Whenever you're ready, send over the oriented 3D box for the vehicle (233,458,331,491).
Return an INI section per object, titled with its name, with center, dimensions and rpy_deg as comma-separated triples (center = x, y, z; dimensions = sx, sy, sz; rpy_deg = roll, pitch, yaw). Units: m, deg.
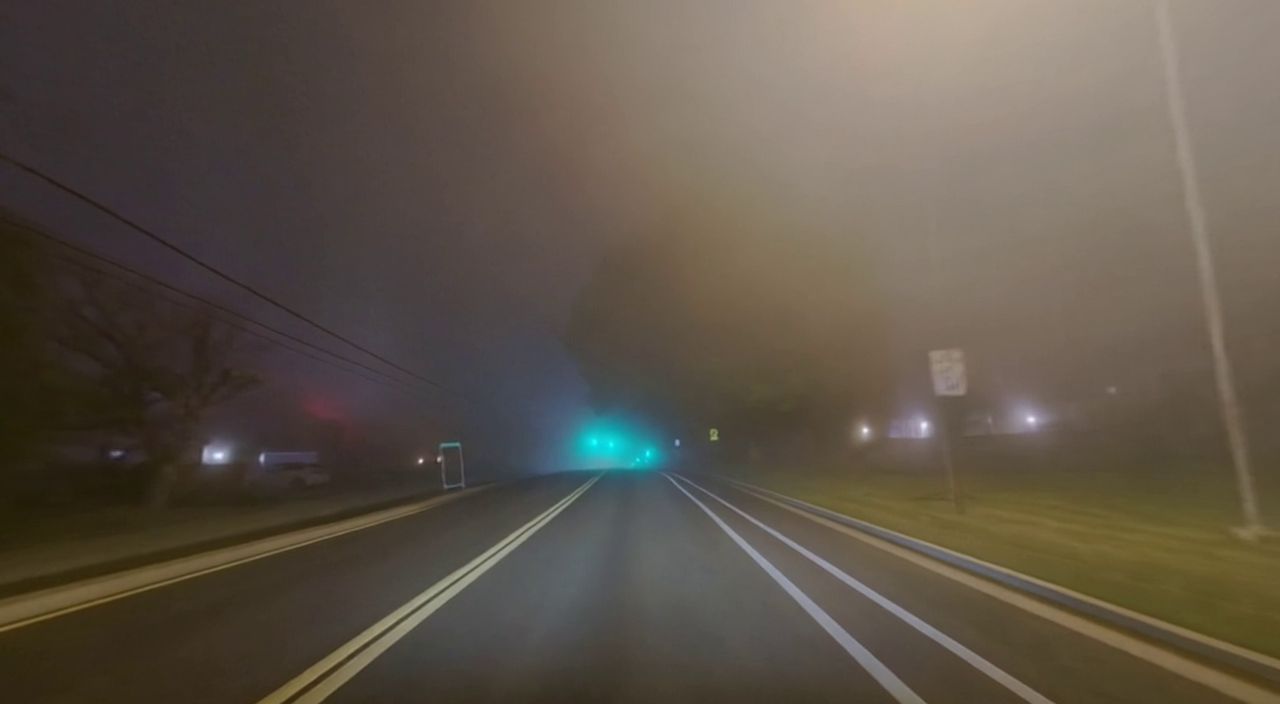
[vehicle]
center = -20.761, 7.101, 36.645
dimensions = 4.459, 1.772, 2.011
rpy_deg = -1, -9, 7
